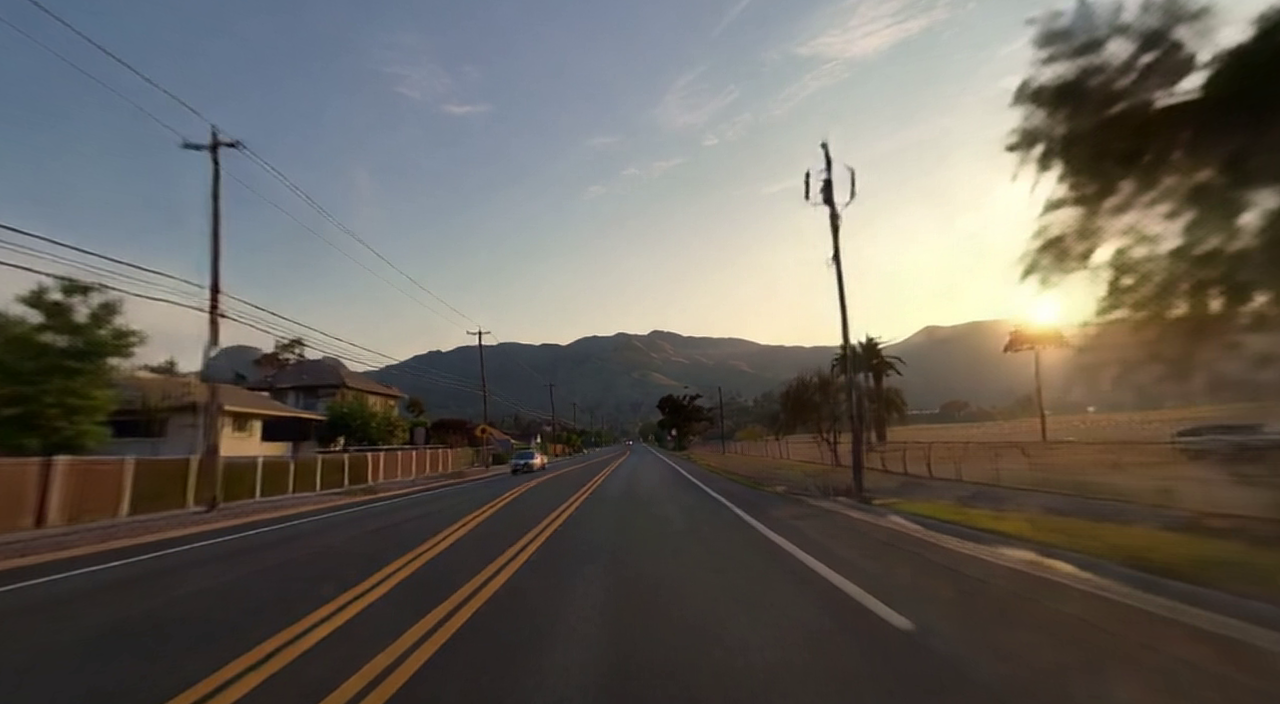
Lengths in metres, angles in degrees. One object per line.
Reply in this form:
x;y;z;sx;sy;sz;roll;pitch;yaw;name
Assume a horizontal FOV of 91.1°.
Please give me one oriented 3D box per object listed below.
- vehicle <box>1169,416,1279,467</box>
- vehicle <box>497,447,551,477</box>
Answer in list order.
21.602;3.122;21.799;4.554;1.676;1.864;0;-8;5;vehicle
-6.274;6.022;34.621;1.973;1.487;4.612;0;-8;2;vehicle
